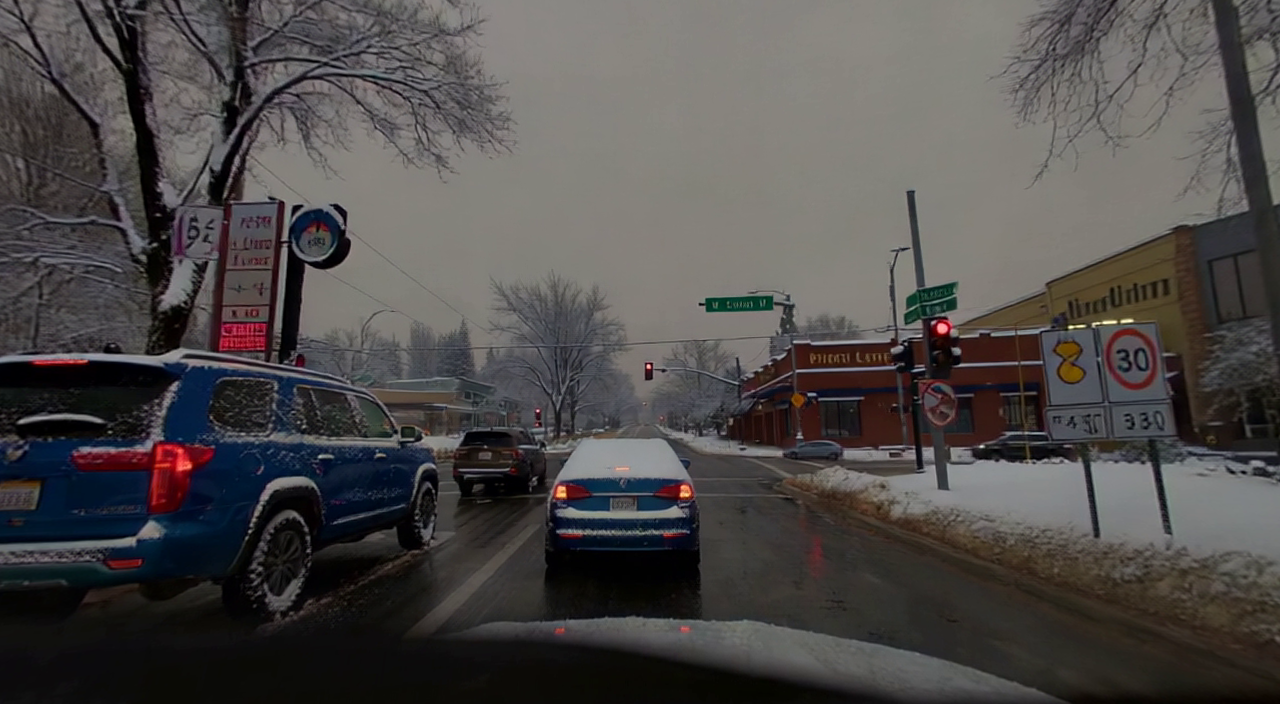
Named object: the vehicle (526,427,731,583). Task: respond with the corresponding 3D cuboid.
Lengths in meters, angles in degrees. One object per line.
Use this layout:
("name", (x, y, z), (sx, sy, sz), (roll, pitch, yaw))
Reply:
("vehicle", (-0.155, 1.785, 8.188), (1.966, 1.481, 4.146), (0, -8, -1))

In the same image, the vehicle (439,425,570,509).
("vehicle", (-2.929, 2.599, 14.605), (2.047, 1.664, 4.148), (0, -8, 1))

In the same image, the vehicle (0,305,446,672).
("vehicle", (-3.821, 1.138, 6.209), (2.152, 2.118, 5.066), (0, -8, 0))

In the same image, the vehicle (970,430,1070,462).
("vehicle", (20.996, 5.227, 34.853), (4.116, 1.719, 2.069), (-1, -9, 8))

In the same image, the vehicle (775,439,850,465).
("vehicle", (9.903, 5.804, 36.373), (3.924, 1.447, 2.039), (-2, -9, 9))
